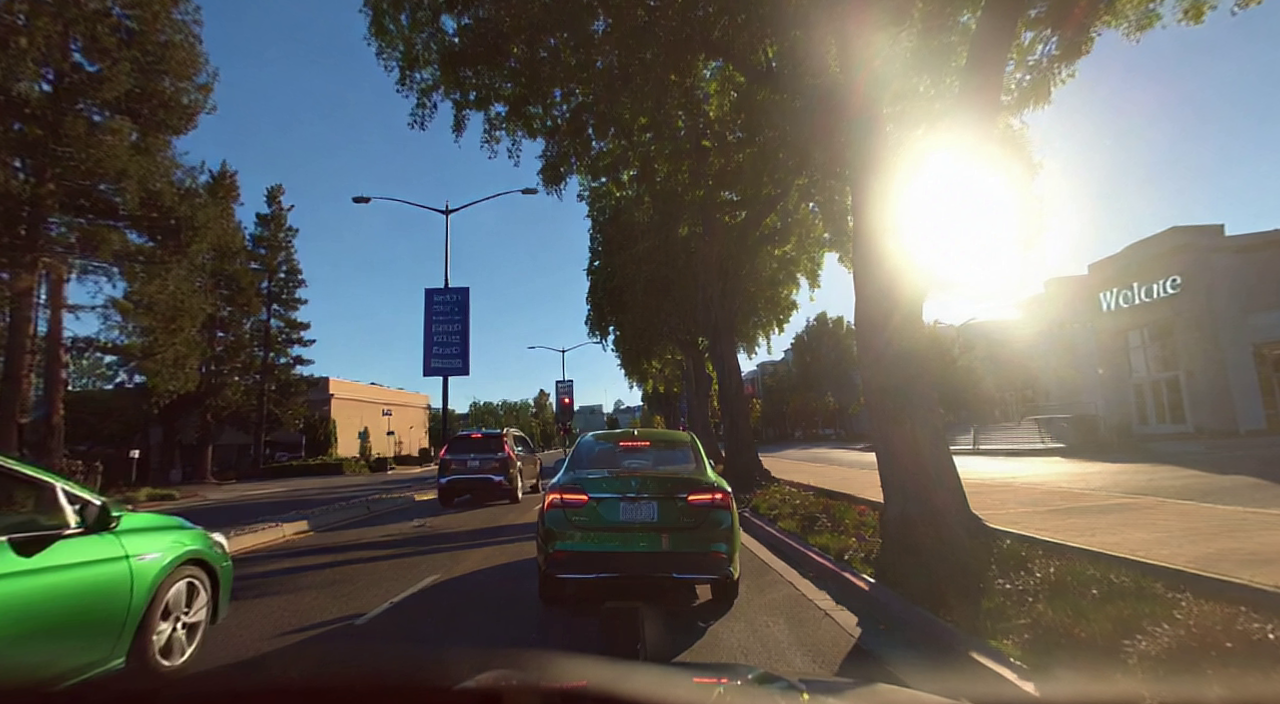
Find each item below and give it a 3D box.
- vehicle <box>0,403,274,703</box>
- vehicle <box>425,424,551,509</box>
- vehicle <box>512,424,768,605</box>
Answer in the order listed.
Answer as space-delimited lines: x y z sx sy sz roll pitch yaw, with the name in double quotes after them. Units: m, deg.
-3.493 0.890 2.055 1.961 1.487 4.453 0 -8 -1 "vehicle"
-3.441 2.683 15.222 2.046 1.751 4.208 0 -8 -1 "vehicle"
-0.057 1.645 7.304 2.126 1.475 3.967 0 -8 -2 "vehicle"
